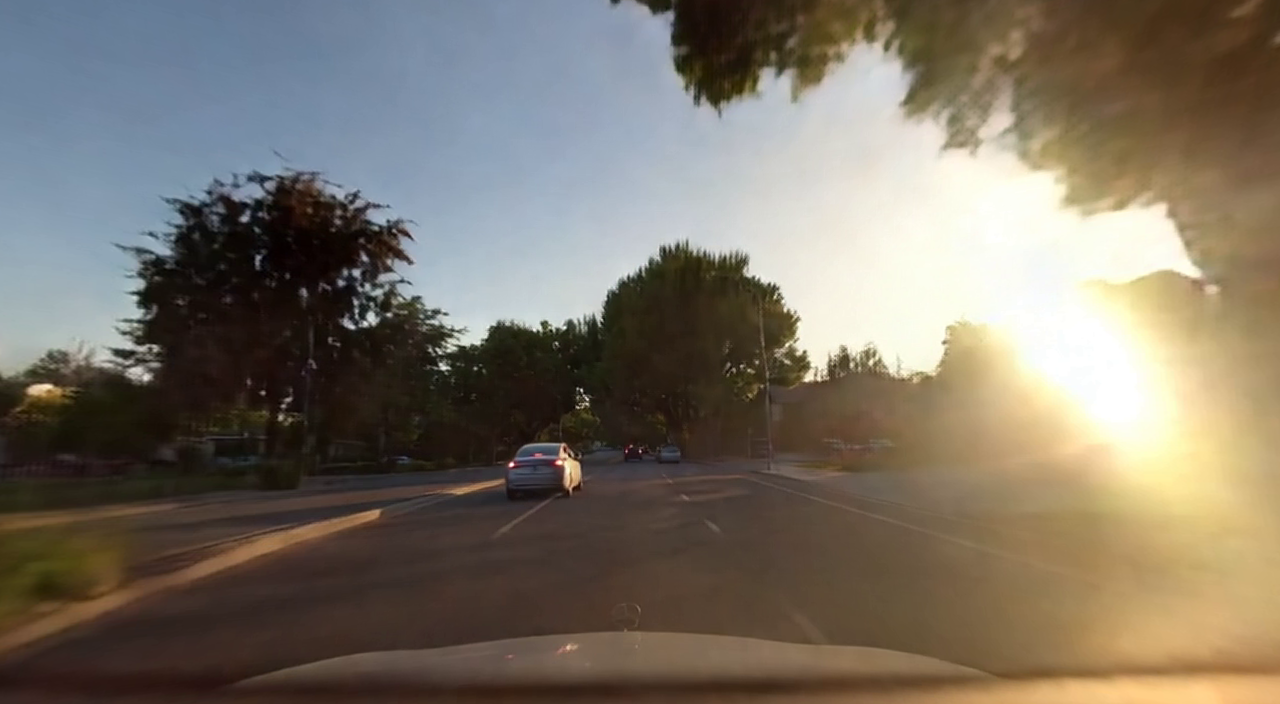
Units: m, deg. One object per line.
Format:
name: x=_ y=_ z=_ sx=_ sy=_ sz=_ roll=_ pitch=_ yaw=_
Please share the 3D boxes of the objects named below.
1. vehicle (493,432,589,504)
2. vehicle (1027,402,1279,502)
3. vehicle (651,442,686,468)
vehicle: x=-2.570 y=3.141 z=17.622 sx=2.205 sy=1.706 sz=4.904 roll=0 pitch=-9 yaw=-4
vehicle: x=11.333 y=2.140 z=13.662 sx=4.560 sy=1.842 sz=2.048 roll=-8 pitch=-12 yaw=43
vehicle: x=1.784 y=6.629 z=40.837 sx=2.003 sy=1.614 sz=4.072 roll=0 pitch=-9 yaw=-1
